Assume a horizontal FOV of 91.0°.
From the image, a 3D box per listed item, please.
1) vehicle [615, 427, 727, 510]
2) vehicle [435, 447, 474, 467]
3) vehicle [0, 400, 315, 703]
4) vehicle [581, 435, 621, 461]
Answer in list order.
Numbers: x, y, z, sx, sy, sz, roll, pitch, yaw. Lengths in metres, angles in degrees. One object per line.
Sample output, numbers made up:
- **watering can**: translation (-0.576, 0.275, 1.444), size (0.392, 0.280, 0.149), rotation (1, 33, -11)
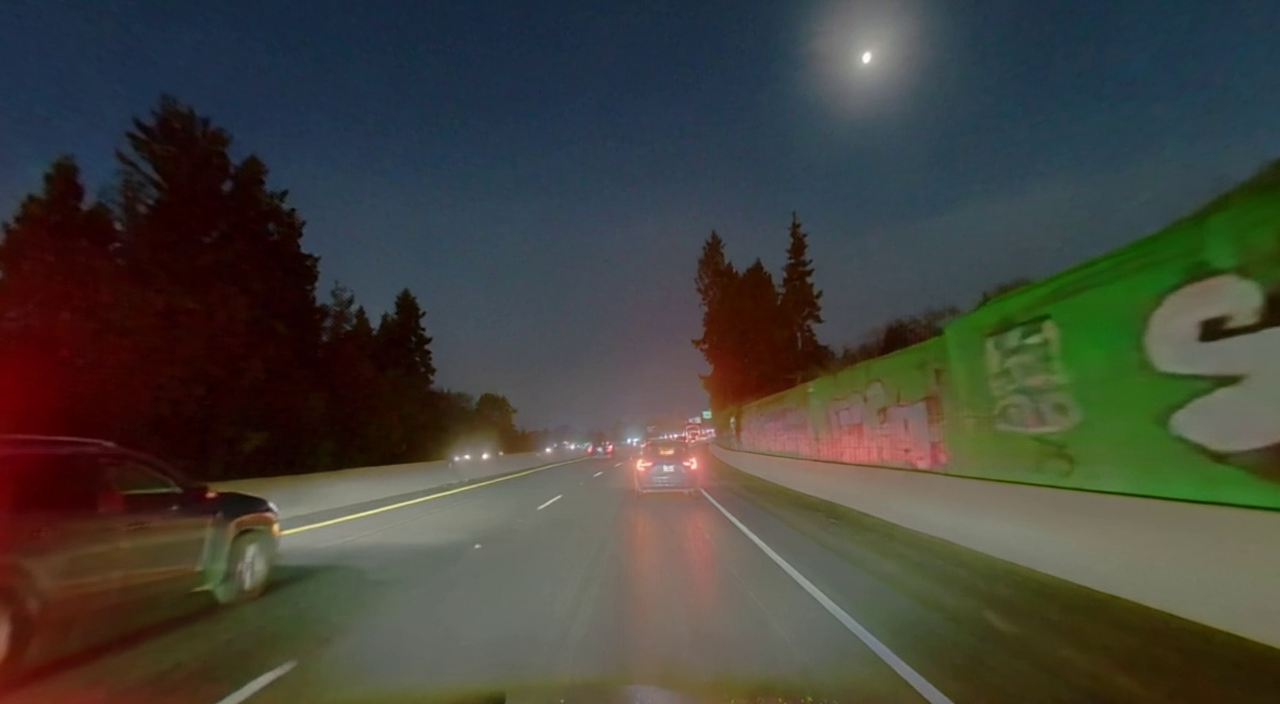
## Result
- **vehicle**: translation (0.587, 2.451, 13.686), size (2.077, 1.533, 3.854), rotation (0, -8, 0)
- **vehicle**: translation (-14.123, 8.022, 48.077), size (1.692, 1.413, 3.747), rotation (0, -8, 2)
- **vehicle**: translation (-3.923, 1.040, 3.407), size (2.059, 1.471, 4.152), rotation (0, -8, 1)
- **vehicle**: translation (-2.410, 6.088, 39.918), size (2.105, 1.571, 3.727), rotation (-1, -8, 4)
